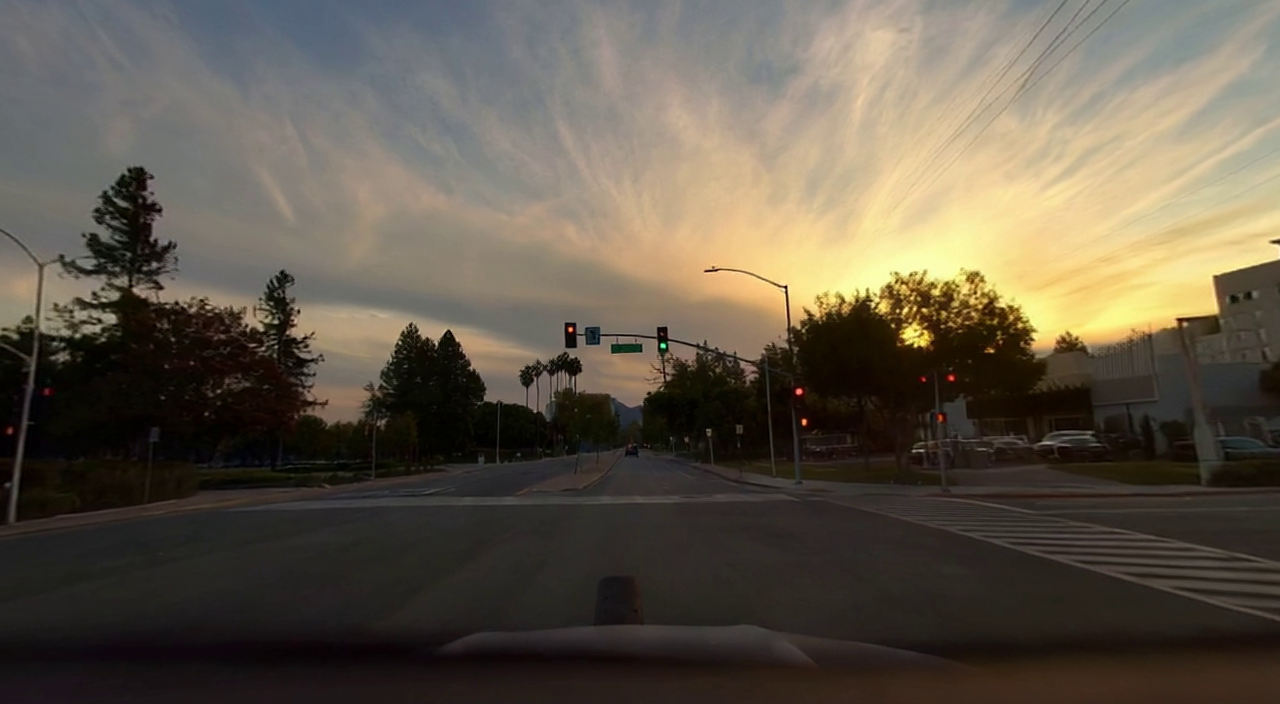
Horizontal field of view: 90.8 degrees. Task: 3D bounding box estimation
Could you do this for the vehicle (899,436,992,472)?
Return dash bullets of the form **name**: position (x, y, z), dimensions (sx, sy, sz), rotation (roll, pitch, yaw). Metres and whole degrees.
- **vehicle**: position (15.000, 5.045, 31.371), dimensions (1.959, 1.471, 4.570), rotation (-4, -9, -5)
